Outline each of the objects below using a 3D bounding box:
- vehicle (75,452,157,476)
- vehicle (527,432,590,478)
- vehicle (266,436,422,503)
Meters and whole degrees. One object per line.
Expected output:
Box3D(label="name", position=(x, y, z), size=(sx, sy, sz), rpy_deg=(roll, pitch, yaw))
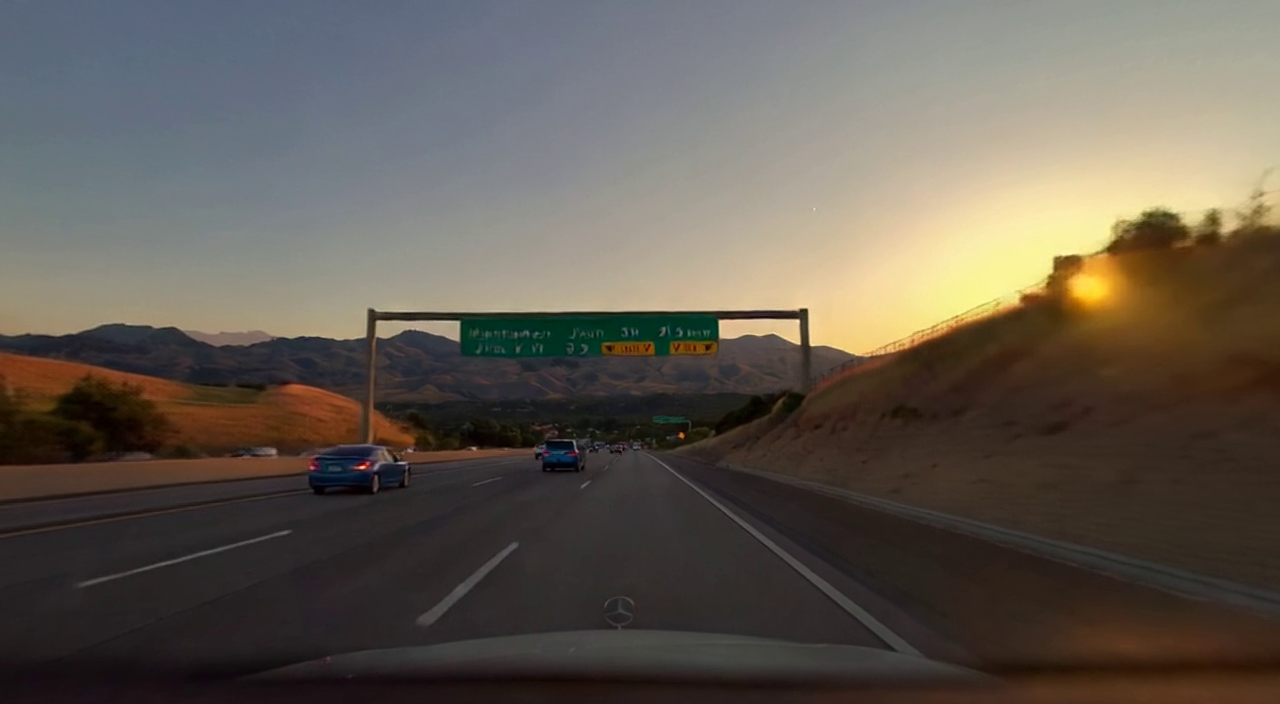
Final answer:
Box3D(label="vehicle", position=(-36.363, 7.774, 44.035), size=(1.832, 1.473, 4.566), rpy_deg=(0, -8, 0))
Box3D(label="vehicle", position=(-3.330, 4.316, 26.780), size=(2.029, 1.753, 4.718), rpy_deg=(0, -8, 0))
Box3D(label="vehicle", position=(-7.504, 3.002, 16.634), size=(1.930, 1.508, 4.567), rpy_deg=(0, -8, -1))
